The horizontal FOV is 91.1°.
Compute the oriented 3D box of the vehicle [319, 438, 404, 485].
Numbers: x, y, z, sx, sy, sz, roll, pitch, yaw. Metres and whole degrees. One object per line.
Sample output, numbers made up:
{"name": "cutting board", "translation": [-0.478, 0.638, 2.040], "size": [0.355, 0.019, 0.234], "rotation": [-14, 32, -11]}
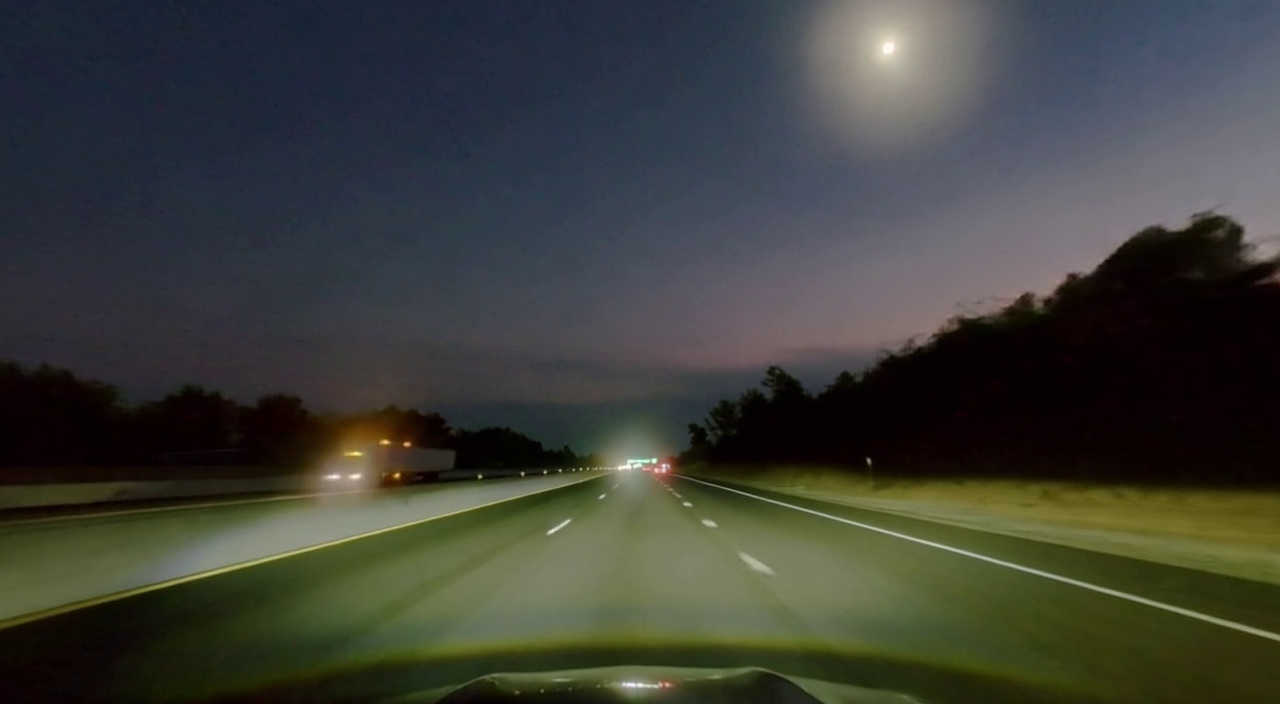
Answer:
{"name": "vehicle", "translation": [-19.005, 7.604, 43.385], "size": [2.527, 2.934, 6.701], "rotation": [1, -11, 1]}
